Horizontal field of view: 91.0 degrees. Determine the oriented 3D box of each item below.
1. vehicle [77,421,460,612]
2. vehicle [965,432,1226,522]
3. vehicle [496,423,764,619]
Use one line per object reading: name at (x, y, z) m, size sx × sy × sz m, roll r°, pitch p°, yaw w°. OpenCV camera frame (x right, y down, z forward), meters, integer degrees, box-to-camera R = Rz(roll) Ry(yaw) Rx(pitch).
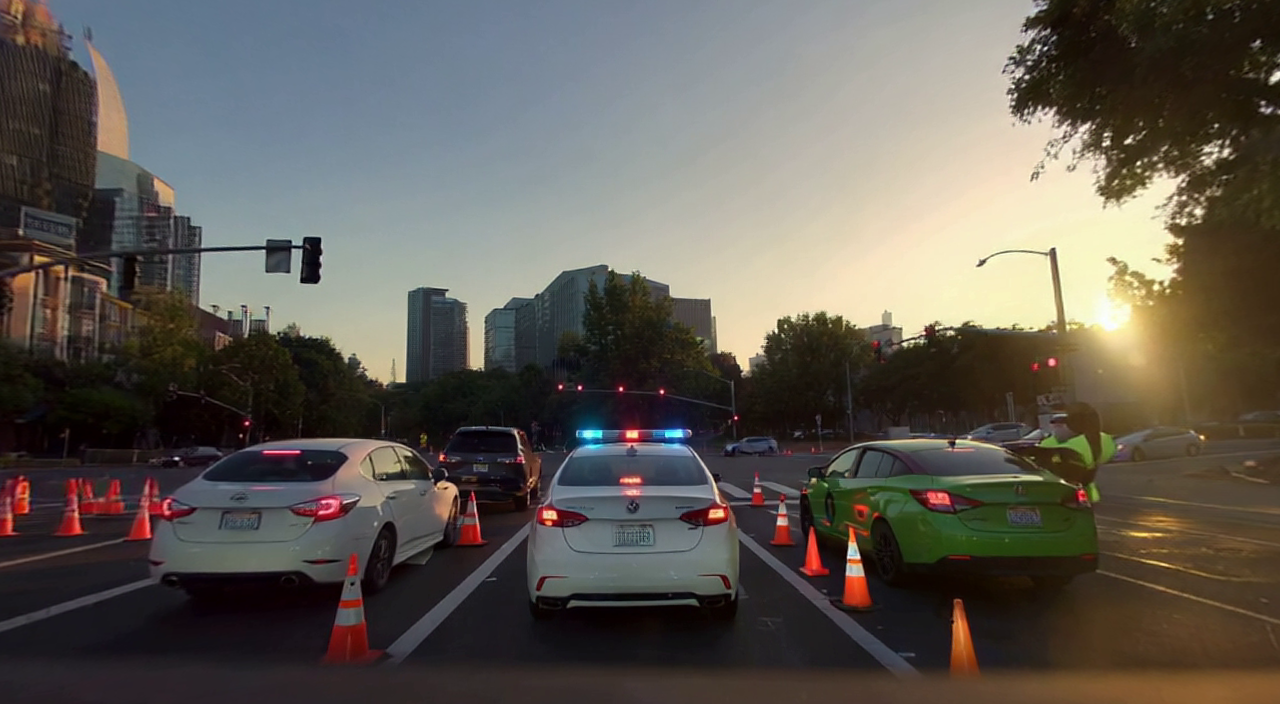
vehicle at (-3.595, 1.630, 7.156) m, size 1.863 × 1.526 × 4.006 m, roll 0°, pitch -8°, yaw 0°
vehicle at (9.349, 2.575, 13.584) m, size 1.957 × 1.576 × 4.670 m, roll 0°, pitch -9°, yaw -3°
vehicle at (-0.122, 1.626, 7.084) m, size 2.061 × 1.486 × 4.332 m, roll 0°, pitch -8°, yaw -1°
